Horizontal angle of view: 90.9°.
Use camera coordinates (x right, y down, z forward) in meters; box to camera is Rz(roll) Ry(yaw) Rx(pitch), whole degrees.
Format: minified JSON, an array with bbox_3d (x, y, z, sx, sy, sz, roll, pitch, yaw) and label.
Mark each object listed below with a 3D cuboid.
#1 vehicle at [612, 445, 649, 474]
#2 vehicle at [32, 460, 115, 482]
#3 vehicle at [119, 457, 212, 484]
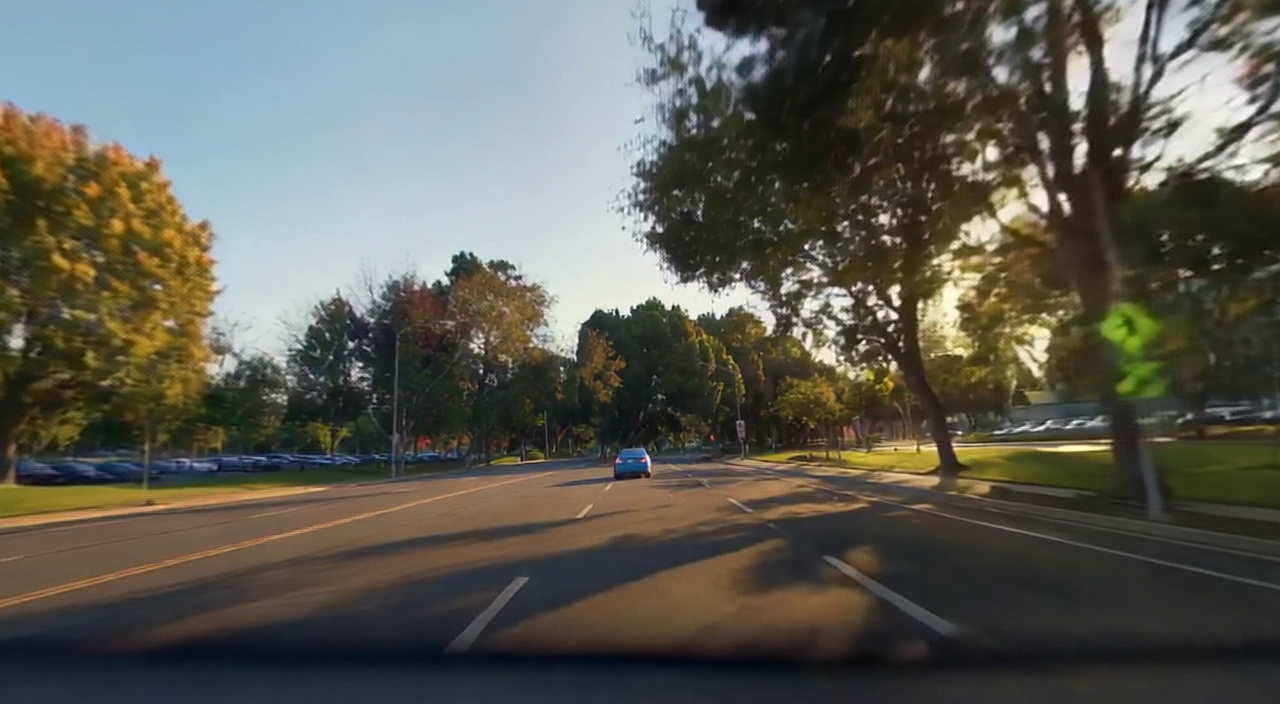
[{"bbox_3d":[-0.544,6.105,36.157,1.978,1.499,3.915,-1,-8,-1],"label":"vehicle"},{"bbox_3d":[-42.856,9.009,47.798,4.308,1.521,2.025,-1,-8,0],"label":"vehicle"},{"bbox_3d":[-30.208,7.539,40.248,4.392,1.602,1.860,-1,-8,1],"label":"vehicle"}]
